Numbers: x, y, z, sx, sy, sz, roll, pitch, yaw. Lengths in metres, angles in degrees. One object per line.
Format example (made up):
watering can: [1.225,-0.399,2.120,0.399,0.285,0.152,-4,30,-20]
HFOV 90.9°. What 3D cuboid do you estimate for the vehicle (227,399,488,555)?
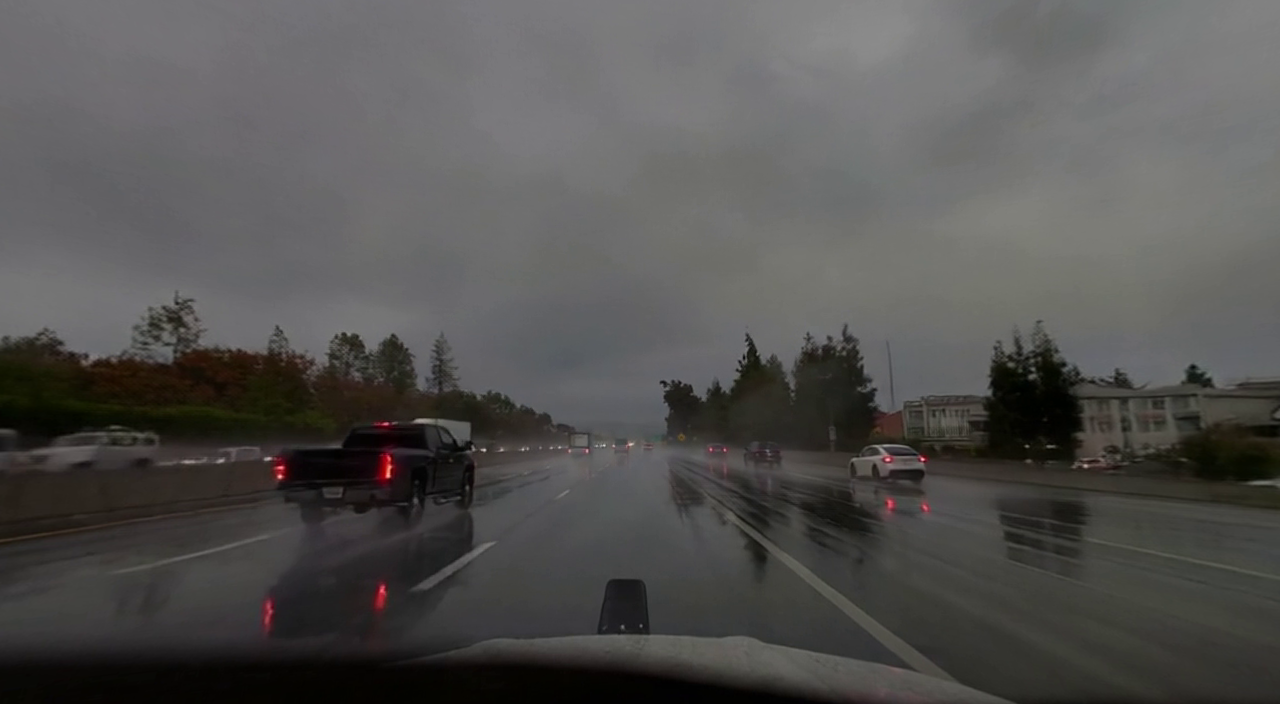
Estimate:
vehicle: [-4.081,1.899,10.276,1.994,1.911,4.819,0,-8,0]

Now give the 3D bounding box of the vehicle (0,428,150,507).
vehicle: [-16.866,3.097,17.169,2.339,1.926,5.751,0,-8,1]

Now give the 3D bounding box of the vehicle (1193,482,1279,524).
vehicle: [29.036,6.896,28.919,5.058,1.729,2.070,-1,-9,8]

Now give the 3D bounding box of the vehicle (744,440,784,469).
vehicle: [9.653,7.984,49.328,2.061,2.115,4.635,0,-8,-1]

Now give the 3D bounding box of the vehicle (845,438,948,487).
vehicle: [9.488,4.107,23.746,1.971,1.638,4.295,0,-8,-2]
